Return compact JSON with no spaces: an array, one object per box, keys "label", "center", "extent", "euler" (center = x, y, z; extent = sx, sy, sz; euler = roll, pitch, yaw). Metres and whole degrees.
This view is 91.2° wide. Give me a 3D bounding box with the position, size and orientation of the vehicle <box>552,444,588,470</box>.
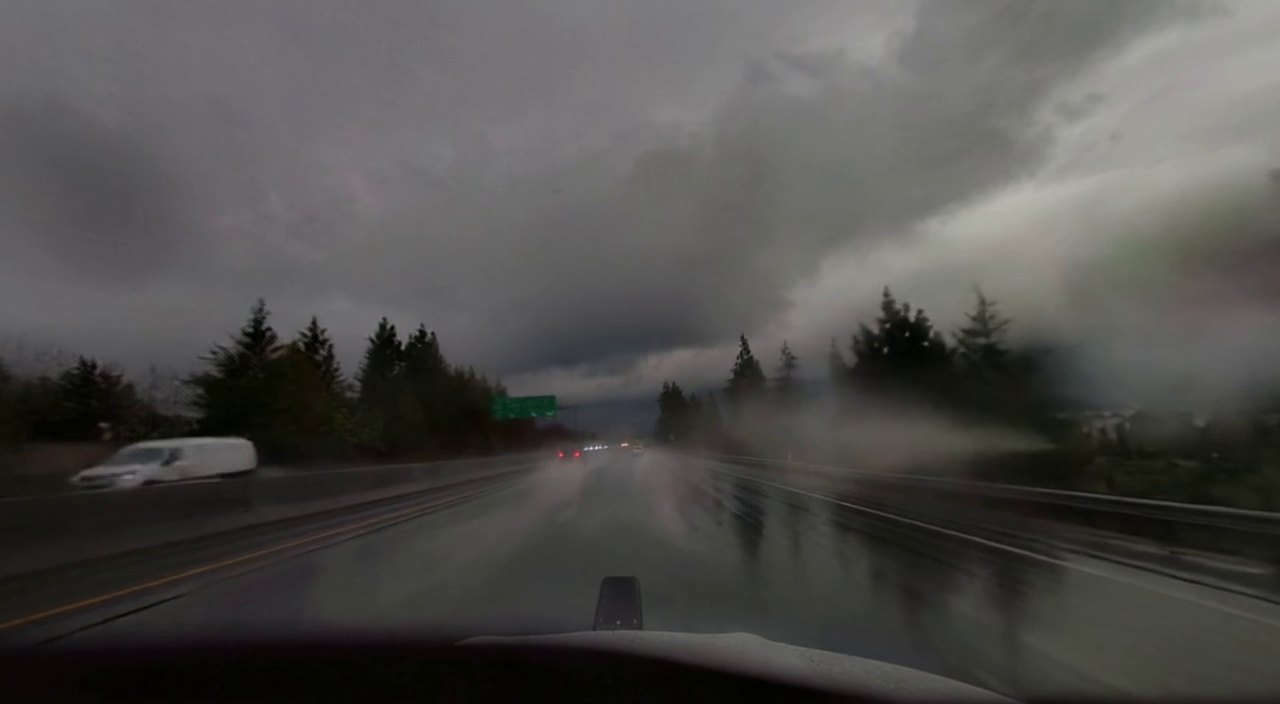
[{"label":"vehicle","center":[-4.556,6.938,41.532],"extent":[1.958,1.587,4.801],"euler":[0,-9,-2]}]
